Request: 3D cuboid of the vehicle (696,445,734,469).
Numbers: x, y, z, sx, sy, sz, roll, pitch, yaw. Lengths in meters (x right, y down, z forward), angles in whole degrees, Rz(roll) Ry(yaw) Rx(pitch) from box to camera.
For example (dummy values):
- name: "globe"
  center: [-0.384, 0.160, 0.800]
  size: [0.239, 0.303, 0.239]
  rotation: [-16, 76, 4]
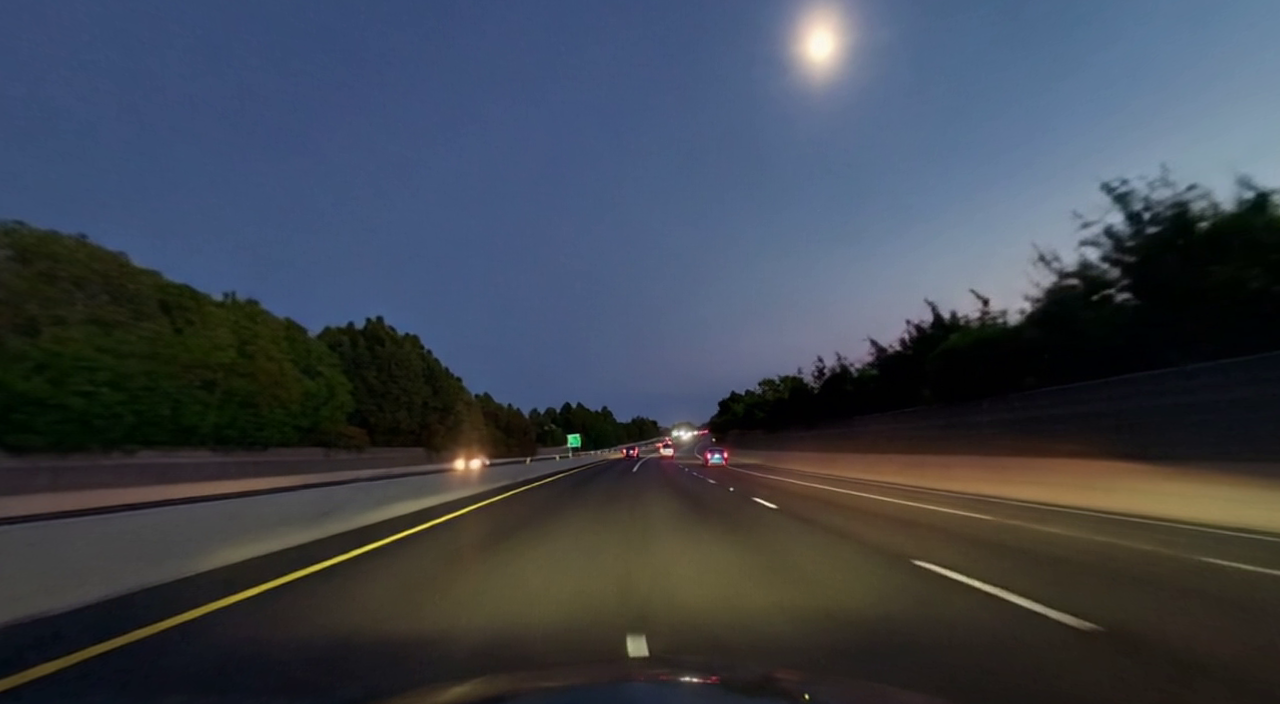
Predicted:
- name: "vehicle"
  center: [5.231, 7.375, 44.498]
  size: [2.175, 1.574, 3.943]
  rotation: [0, -9, -1]
